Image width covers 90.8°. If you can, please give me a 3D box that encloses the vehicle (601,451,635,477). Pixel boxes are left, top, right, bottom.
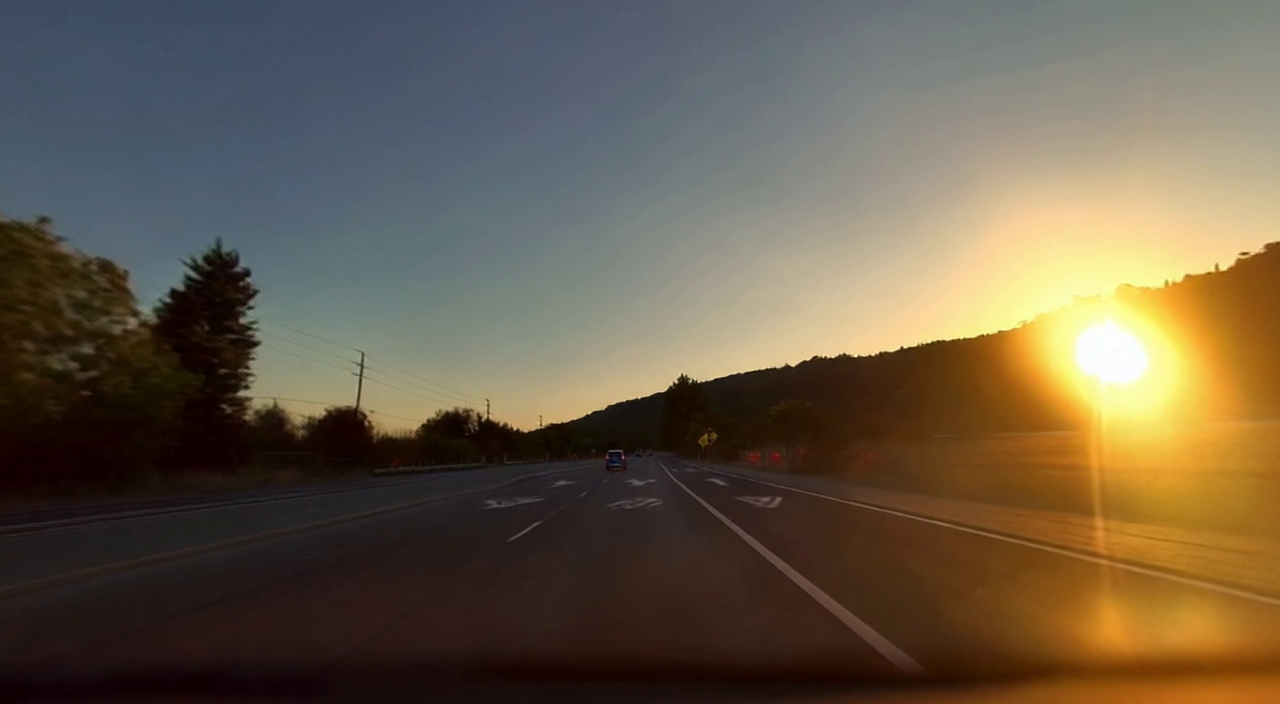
[{"bbox_3d":[-1.473,7.629,43.282,2.053,1.647,4.252,0,-9,2],"label":"vehicle"}]
